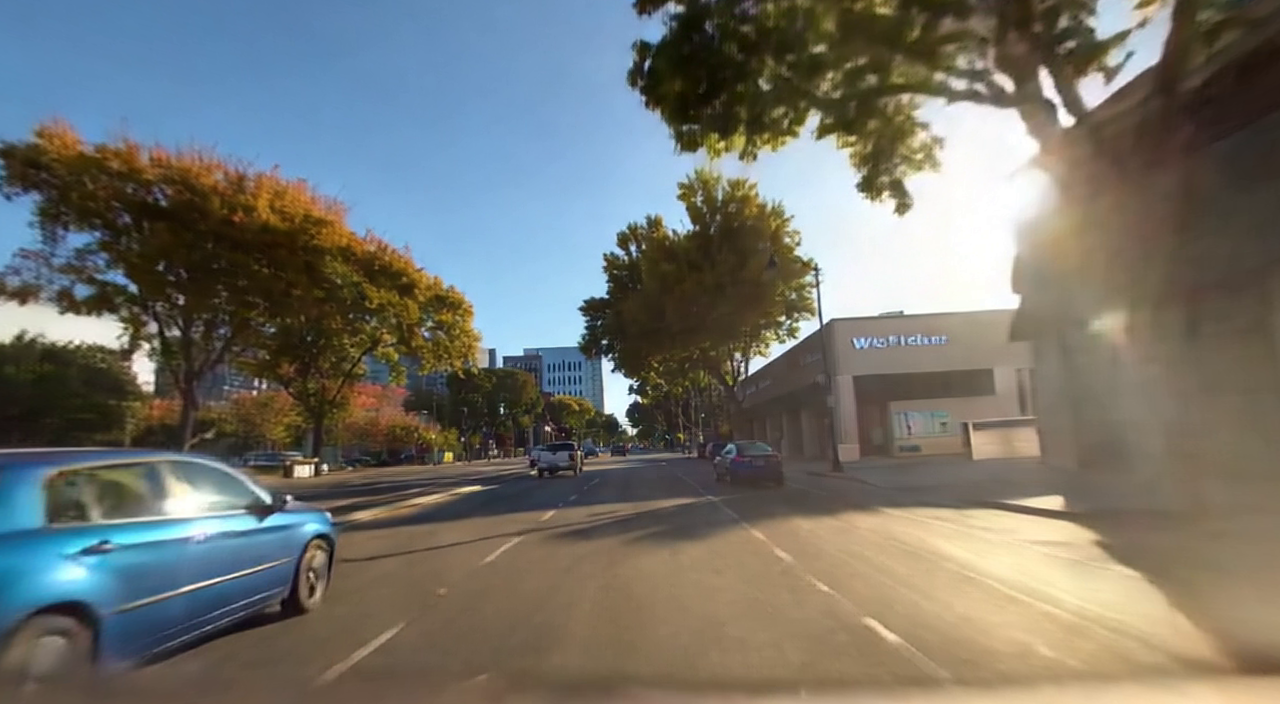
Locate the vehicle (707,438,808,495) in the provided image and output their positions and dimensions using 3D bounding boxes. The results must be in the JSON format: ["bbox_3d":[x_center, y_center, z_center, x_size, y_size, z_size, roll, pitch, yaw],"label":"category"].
[{"bbox_3d":[3.344,3.358,18.934,1.961,1.482,4.538,0,-8,-3],"label":"vehicle"}]

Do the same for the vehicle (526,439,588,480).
[{"bbox_3d":[-3.640,4.823,28.645,2.145,1.694,4.642,0,-8,1],"label":"vehicle"}]

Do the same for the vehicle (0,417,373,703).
[{"bbox_3d":[-3.571,1.180,3.706,2.060,1.466,4.387,0,-8,0],"label":"vehicle"}]
